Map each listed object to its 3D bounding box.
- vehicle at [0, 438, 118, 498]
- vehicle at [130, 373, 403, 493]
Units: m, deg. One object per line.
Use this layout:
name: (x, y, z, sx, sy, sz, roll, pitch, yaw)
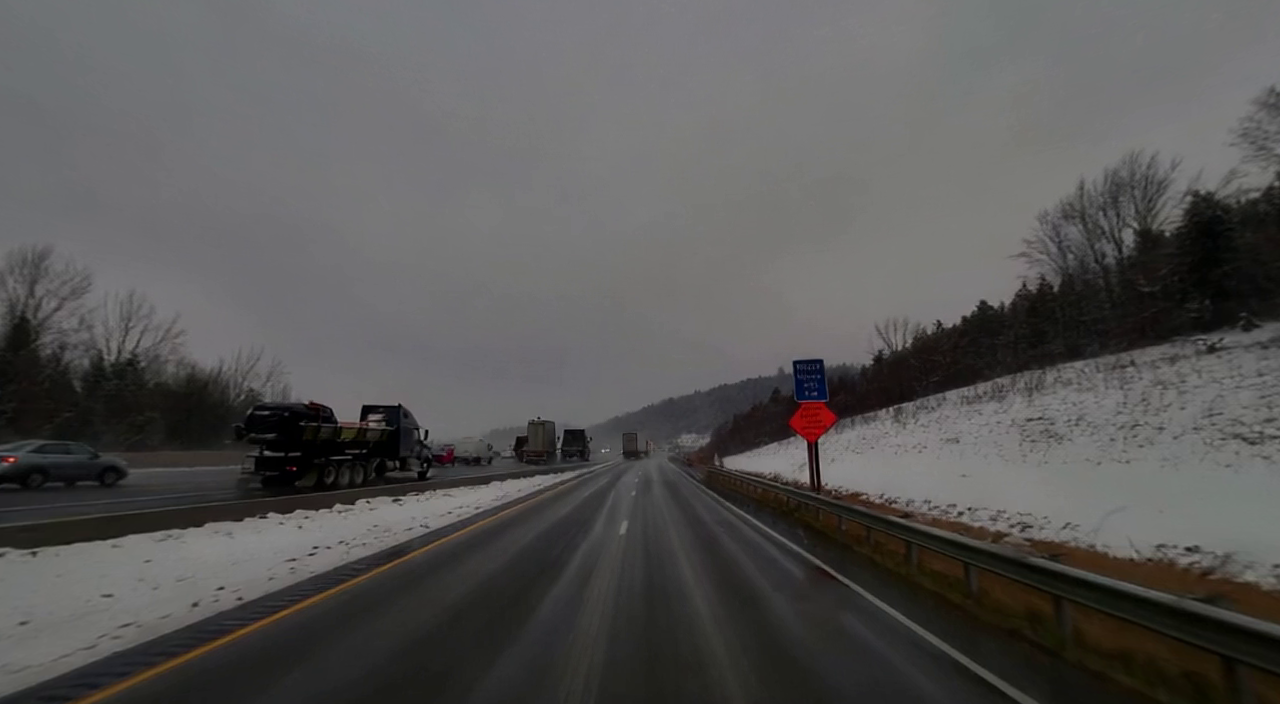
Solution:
vehicle: (-18.107, 3.359, 18.414, 1.856, 1.628, 4.109, -1, -9, 7)
vehicle: (-13.481, 3.332, 24.837, 2.745, 3.617, 11.590, -1, -9, 5)
